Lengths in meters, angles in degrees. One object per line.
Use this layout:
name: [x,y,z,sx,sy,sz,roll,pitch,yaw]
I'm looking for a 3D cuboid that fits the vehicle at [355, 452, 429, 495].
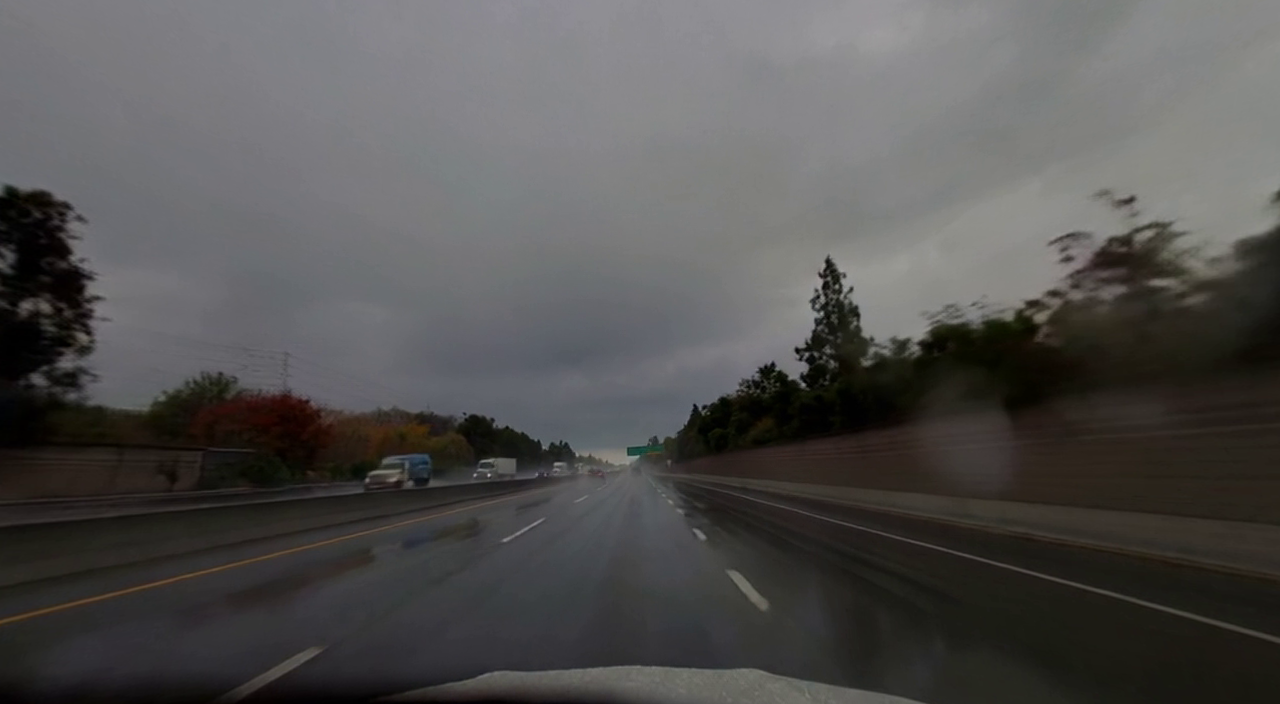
vehicle: [-17.285,8.511,44.454,2.485,2.734,6.652,1,-10,-1]
